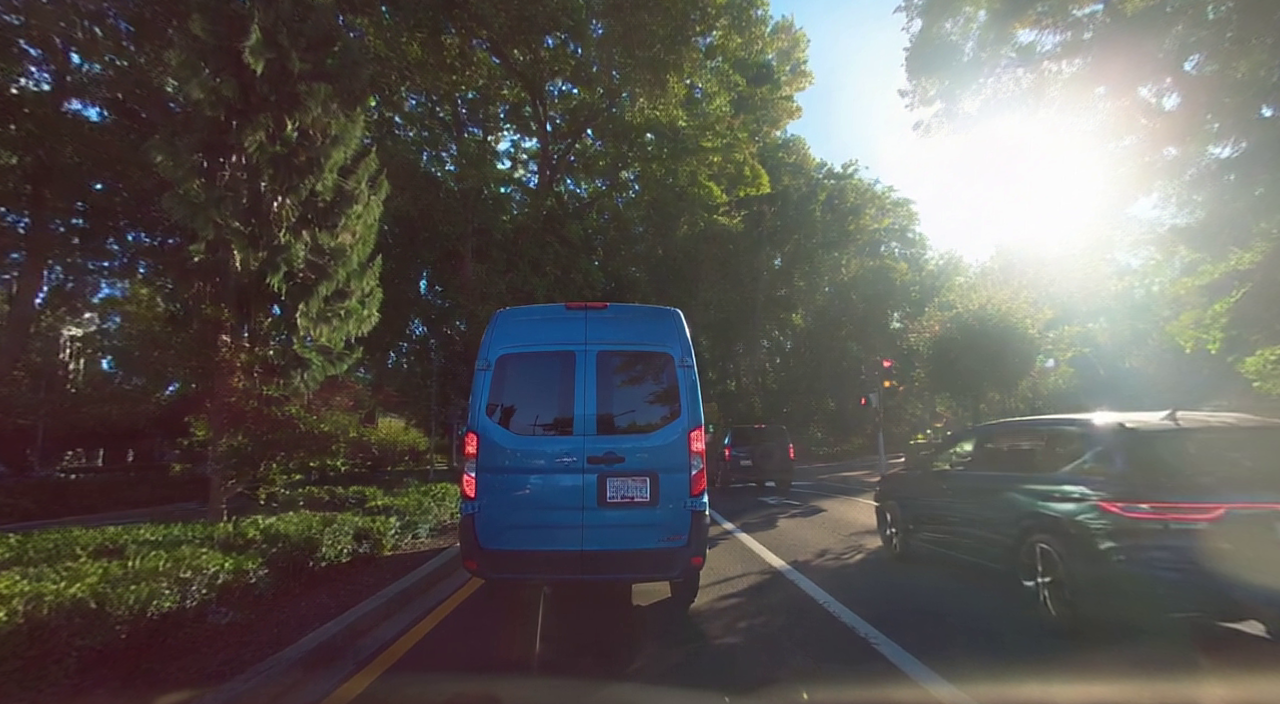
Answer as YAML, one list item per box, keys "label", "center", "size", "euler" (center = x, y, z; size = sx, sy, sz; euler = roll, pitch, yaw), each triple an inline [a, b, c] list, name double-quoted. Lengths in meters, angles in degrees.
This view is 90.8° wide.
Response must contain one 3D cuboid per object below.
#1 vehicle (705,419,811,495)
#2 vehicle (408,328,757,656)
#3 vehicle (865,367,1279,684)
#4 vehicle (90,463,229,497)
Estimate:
- label: "vehicle"
  center: [3.170, 2.935, 17.852]
  size: [1.988, 1.873, 3.968]
  euler: [1, -9, -3]
- label: "vehicle"
  center: [-0.361, 1.172, 6.161]
  size: [2.145, 2.046, 4.309]
  euler: [0, -9, 0]
- label: "vehicle"
  center: [4.051, 1.277, 5.831]
  size: [2.024, 1.692, 4.696]
  euler: [0, -9, -2]
- label: "vehicle"
  center: [-22.419, 5.979, 29.658]
  size: [4.726, 1.456, 1.873]
  euler: [2, -9, -11]
